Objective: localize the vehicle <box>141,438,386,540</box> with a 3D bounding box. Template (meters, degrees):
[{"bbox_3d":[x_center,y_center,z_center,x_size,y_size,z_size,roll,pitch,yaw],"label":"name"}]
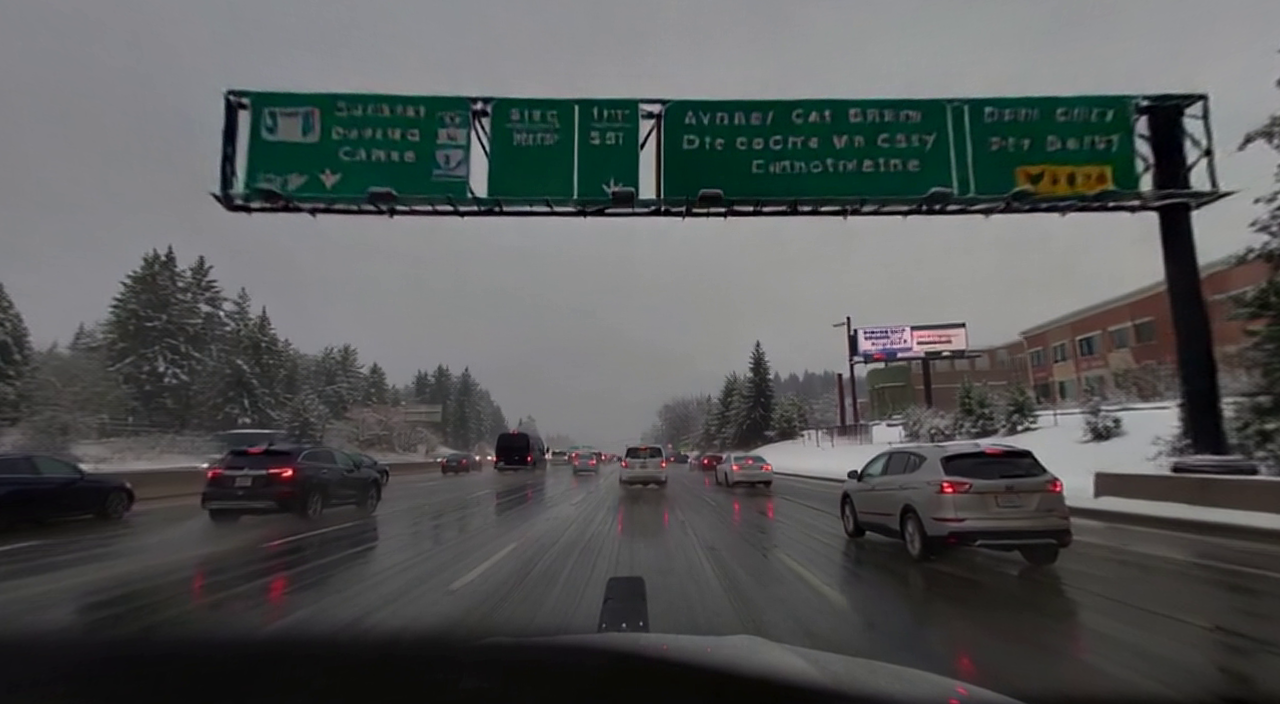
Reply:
[{"bbox_3d":[-6.999,2.544,12.456,2.021,1.632,4.417,0,-8,1],"label":"vehicle"}]

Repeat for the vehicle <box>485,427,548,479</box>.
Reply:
[{"bbox_3d":[-7.243,5.997,37.821,2.358,2.817,7.055,0,-8,0],"label":"vehicle"}]

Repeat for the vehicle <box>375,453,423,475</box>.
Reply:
[{"bbox_3d":[-17.848,8.315,46.887,1.801,1.467,4.315,0,-8,1],"label":"vehicle"}]

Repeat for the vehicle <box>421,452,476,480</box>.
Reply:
[{"bbox_3d":[-11.031,6.551,36.537,1.923,1.480,3.905,0,-8,0],"label":"vehicle"}]

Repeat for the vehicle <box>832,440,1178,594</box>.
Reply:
[{"bbox_3d":[4.257,1.946,8.464,1.915,1.482,4.537,0,-8,0],"label":"vehicle"}]

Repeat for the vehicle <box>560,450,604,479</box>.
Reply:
[{"bbox_3d":[-3.282,6.498,36.665,2.079,1.499,4.512,0,-8,1],"label":"vehicle"}]

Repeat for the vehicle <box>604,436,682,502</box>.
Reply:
[{"bbox_3d":[0.102,3.679,20.329,2.209,1.863,4.626,0,-8,1],"label":"vehicle"}]

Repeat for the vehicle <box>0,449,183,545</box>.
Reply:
[{"bbox_3d":[-10.888,2.487,11.265,1.970,1.441,4.555,0,-8,1],"label":"vehicle"}]

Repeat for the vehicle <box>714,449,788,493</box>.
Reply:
[{"bbox_3d":[4.149,4.504,24.299,1.942,1.487,4.518,0,-8,-1],"label":"vehicle"}]
